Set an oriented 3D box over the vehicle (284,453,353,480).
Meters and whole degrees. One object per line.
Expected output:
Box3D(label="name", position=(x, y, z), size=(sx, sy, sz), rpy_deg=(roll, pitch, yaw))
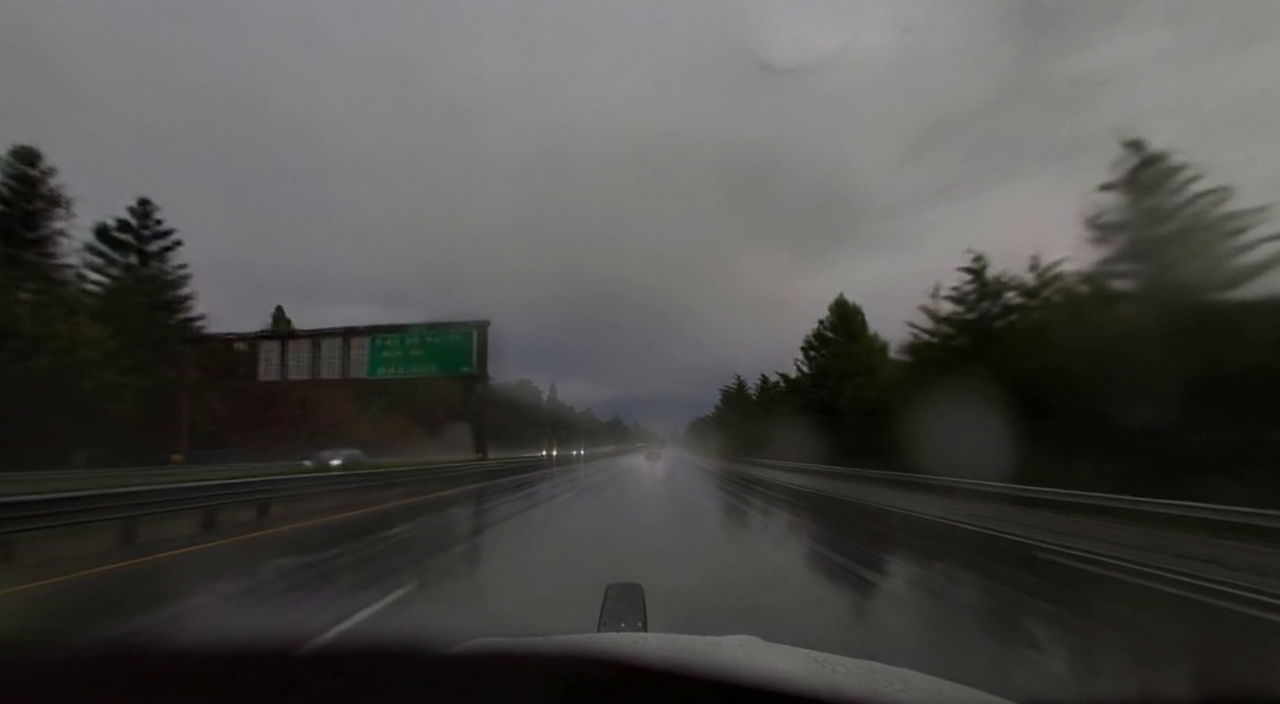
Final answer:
Box3D(label="vehicle", position=(-18.859, 6.714, 37.202), size=(1.753, 1.465, 4.450), rpy_deg=(0, -9, 0))
